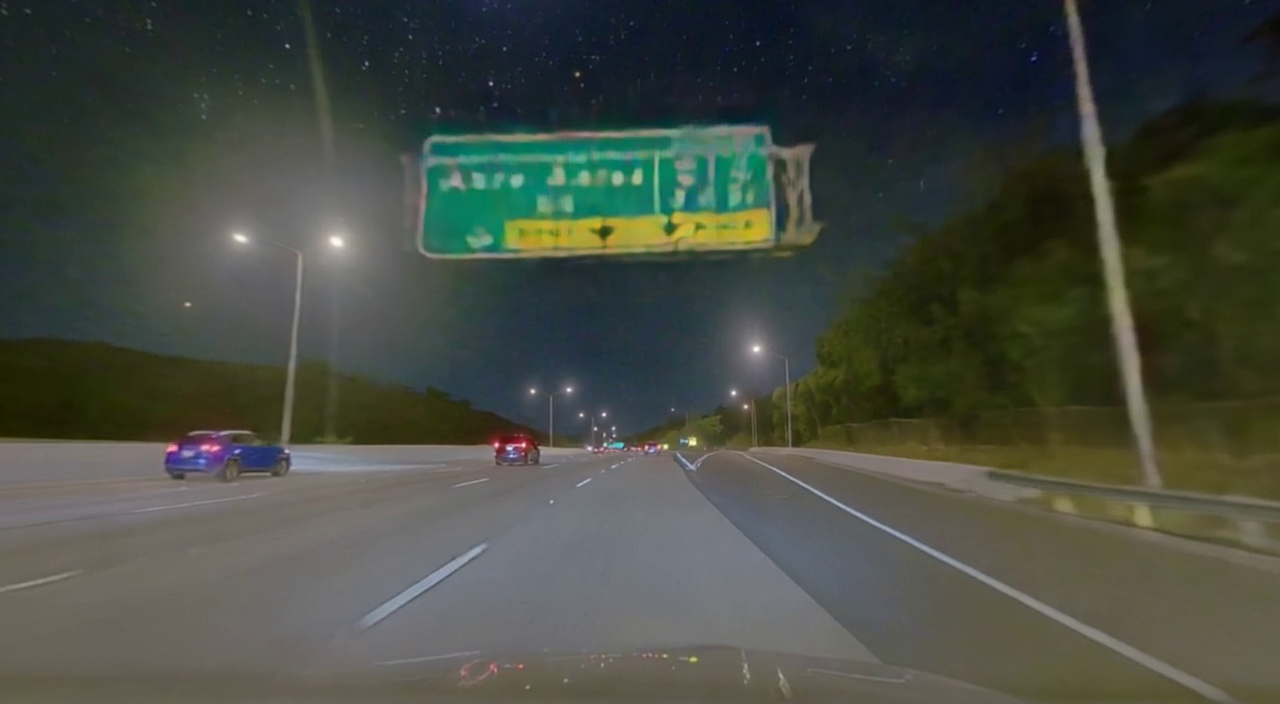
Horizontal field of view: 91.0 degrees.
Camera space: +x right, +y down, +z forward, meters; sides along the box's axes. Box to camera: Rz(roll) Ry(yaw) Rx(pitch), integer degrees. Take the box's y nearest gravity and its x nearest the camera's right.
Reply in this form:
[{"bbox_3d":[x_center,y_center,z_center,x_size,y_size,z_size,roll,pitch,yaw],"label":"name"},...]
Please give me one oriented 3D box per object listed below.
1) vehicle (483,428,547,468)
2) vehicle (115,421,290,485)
[{"bbox_3d":[-6.513,5.089,33.436,2.219,1.947,4.924,0,-9,2],"label":"vehicle"},{"bbox_3d":[-13.903,3.263,20.526,2.079,1.822,4.893,0,-9,1],"label":"vehicle"}]
